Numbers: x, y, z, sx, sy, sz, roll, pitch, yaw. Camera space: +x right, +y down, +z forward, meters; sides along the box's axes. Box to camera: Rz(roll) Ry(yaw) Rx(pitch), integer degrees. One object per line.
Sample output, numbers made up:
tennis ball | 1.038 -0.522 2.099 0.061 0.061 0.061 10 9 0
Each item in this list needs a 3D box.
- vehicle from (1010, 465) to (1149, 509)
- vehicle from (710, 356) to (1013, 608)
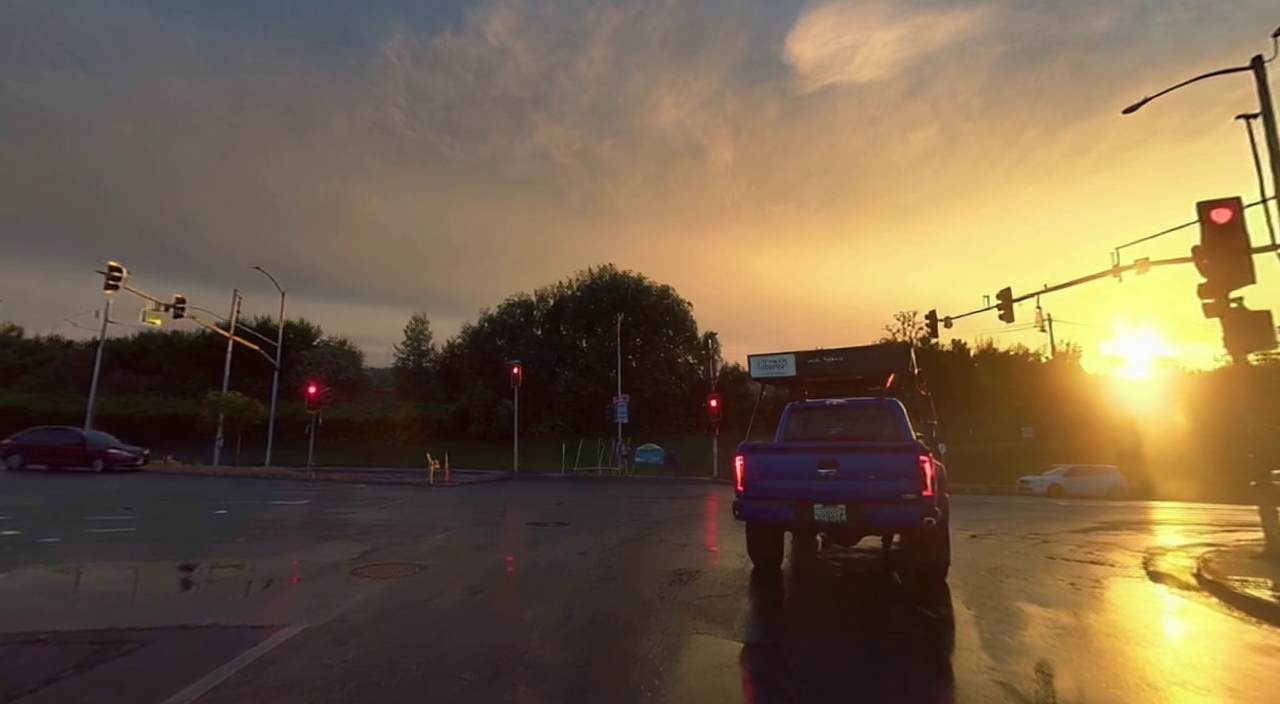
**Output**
vehicle | 18.636 5.727 26.867 4.356 1.498 1.957 -3 -8 0
vehicle | 2.951 1.700 9.324 2.851 2.400 5.978 -2 -9 16
